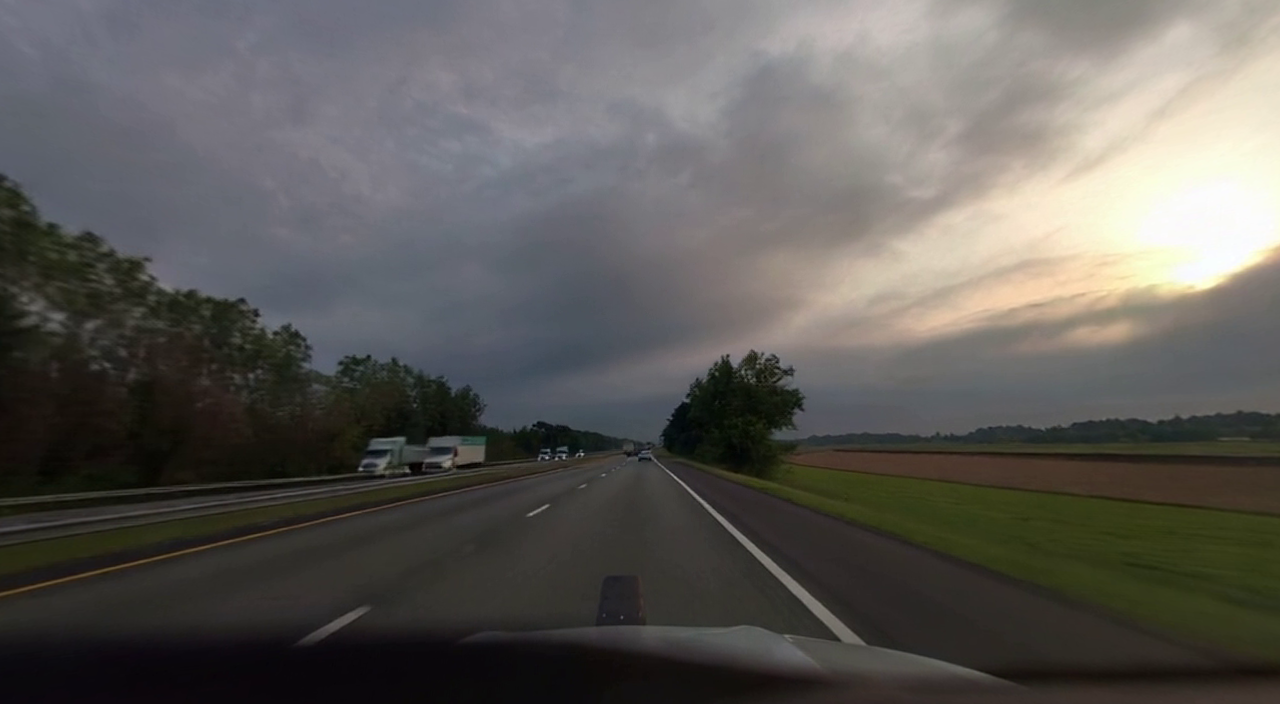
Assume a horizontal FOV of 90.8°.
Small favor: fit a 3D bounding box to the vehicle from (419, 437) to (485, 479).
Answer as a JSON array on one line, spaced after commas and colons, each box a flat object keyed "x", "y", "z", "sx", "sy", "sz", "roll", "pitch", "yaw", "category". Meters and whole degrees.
[{"x": -11.712, "y": 6.650, "z": 39.745, "sx": 2.436, "sy": 2.436, "sz": 5.427, "roll": 0, "pitch": -9, "yaw": 1, "category": "vehicle"}]

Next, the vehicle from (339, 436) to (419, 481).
[{"x": -15.231, "y": 6.269, "z": 37.328, "sx": 2.186, "sy": 2.416, "sz": 5.733, "roll": 0, "pitch": -9, "yaw": 1, "category": "vehicle"}]
